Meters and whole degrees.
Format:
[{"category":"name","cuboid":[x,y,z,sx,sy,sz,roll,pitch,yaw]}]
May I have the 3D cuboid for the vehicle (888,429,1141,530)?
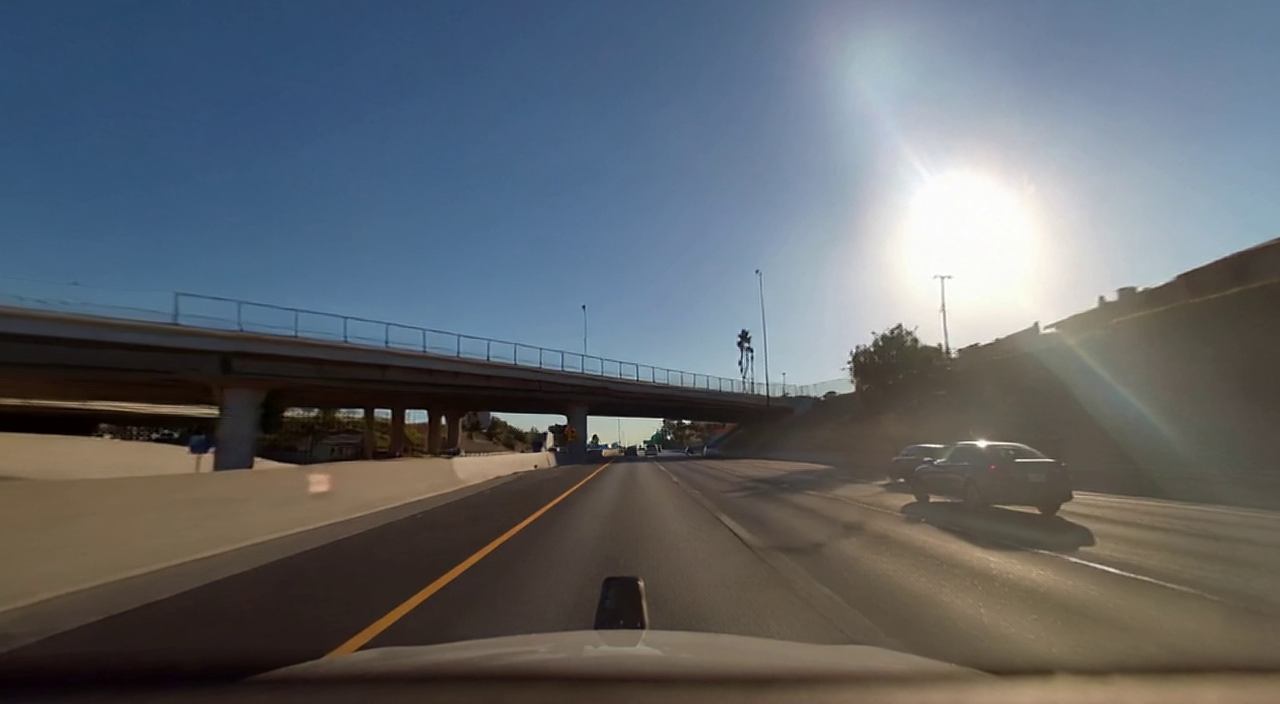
[{"category":"vehicle","cuboid":[6.777,2.344,12.243,1.901,1.548,4.684,0,-9,-2]}]
